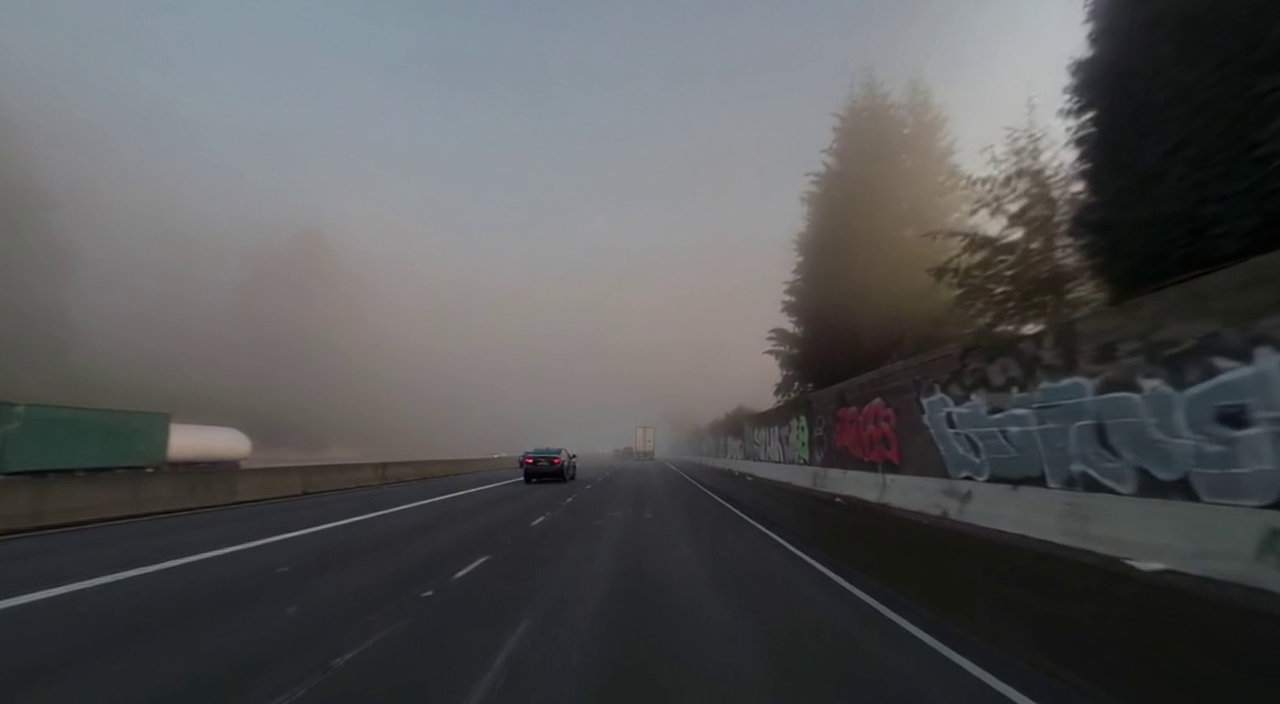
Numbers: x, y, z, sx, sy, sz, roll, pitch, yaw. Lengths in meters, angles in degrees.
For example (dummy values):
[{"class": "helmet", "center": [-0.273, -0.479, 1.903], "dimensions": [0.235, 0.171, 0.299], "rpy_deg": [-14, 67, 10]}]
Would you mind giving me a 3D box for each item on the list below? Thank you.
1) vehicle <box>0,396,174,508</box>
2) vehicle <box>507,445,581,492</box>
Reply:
[{"class": "vehicle", "center": [-22.447, 3.737, 23.561], "dimensions": [3.241, 3.624, 8.590], "rpy_deg": [0, -9, 1]}, {"class": "vehicle", "center": [-3.195, 3.975, 21.861], "dimensions": [1.803, 1.466, 4.509], "rpy_deg": [0, -9, 1]}]
